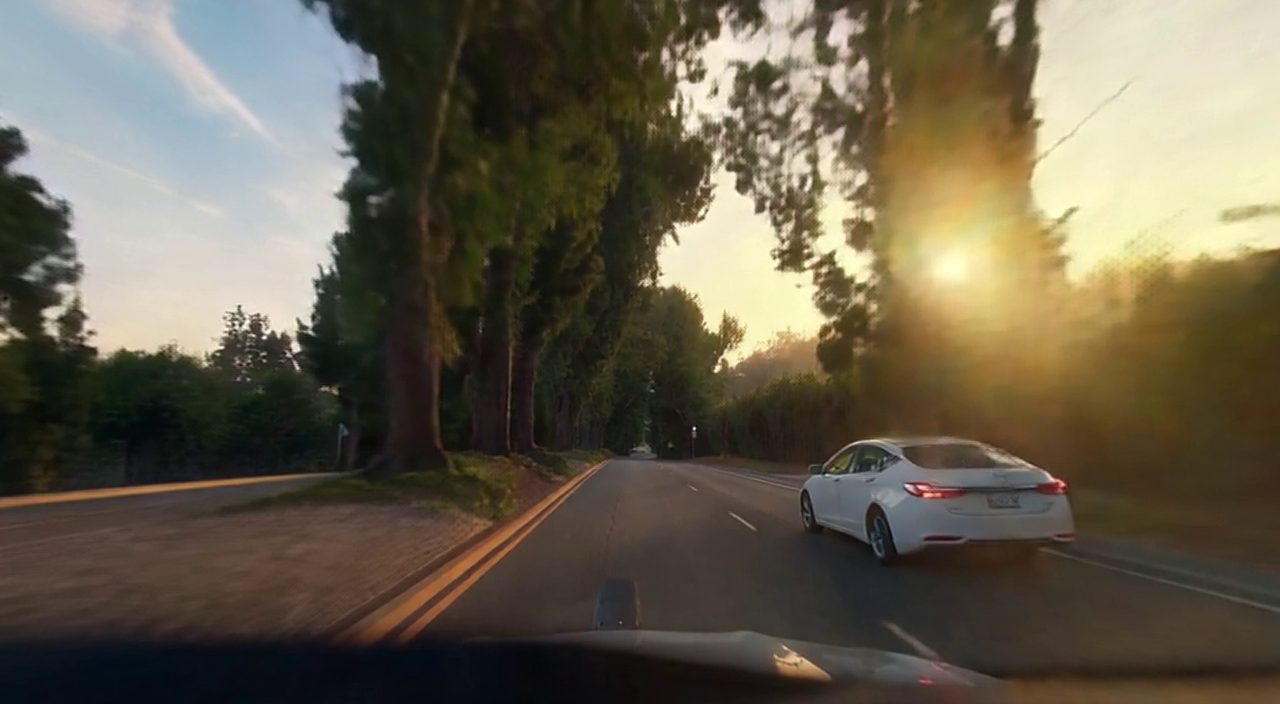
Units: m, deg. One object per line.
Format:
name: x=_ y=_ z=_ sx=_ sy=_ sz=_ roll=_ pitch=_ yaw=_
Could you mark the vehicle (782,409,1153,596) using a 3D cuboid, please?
vehicle: x=3.363 y=1.647 z=7.821 sx=2.060 sy=1.584 sz=4.592 roll=0 pitch=-9 yaw=-1
